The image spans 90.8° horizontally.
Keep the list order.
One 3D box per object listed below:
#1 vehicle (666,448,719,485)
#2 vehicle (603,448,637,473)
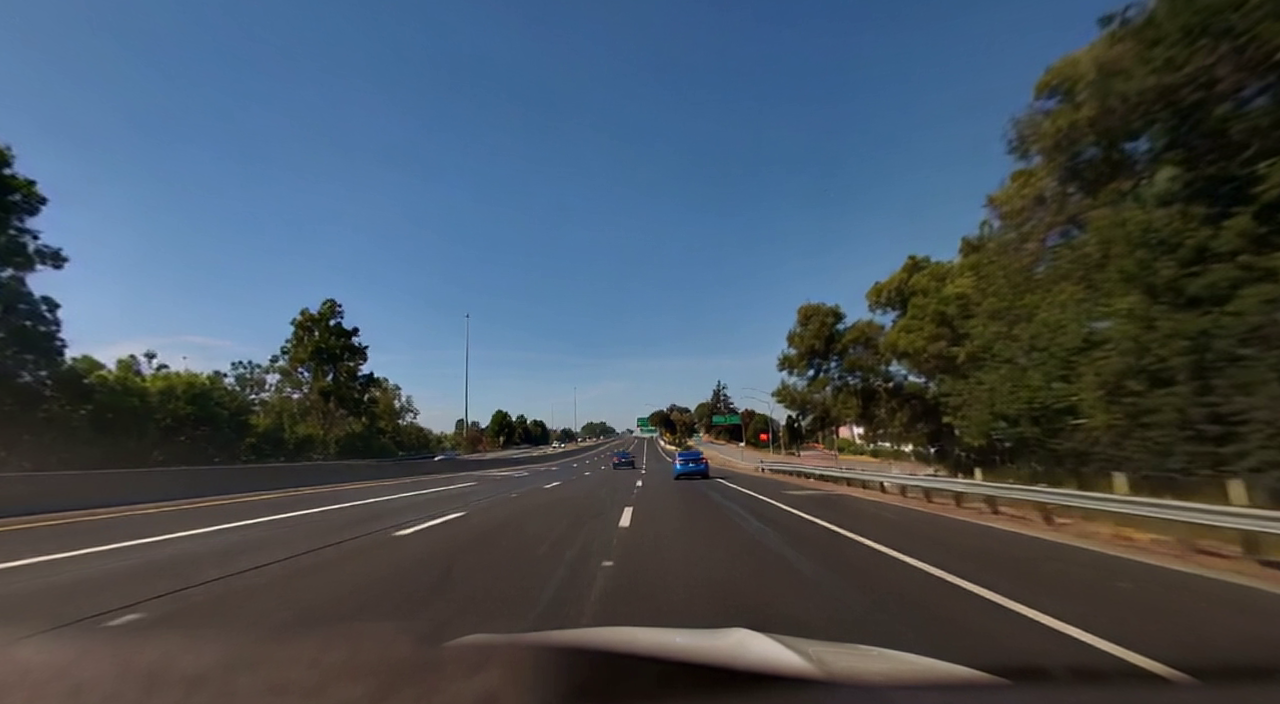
[{"bbox_3d":[2.319,5.202,28.969,2.029,1.528,4.644,0,-9,0],"label":"vehicle"},{"bbox_3d":[-1.356,7.762,45.279,2.127,1.692,4.382,0,-9,2],"label":"vehicle"}]
